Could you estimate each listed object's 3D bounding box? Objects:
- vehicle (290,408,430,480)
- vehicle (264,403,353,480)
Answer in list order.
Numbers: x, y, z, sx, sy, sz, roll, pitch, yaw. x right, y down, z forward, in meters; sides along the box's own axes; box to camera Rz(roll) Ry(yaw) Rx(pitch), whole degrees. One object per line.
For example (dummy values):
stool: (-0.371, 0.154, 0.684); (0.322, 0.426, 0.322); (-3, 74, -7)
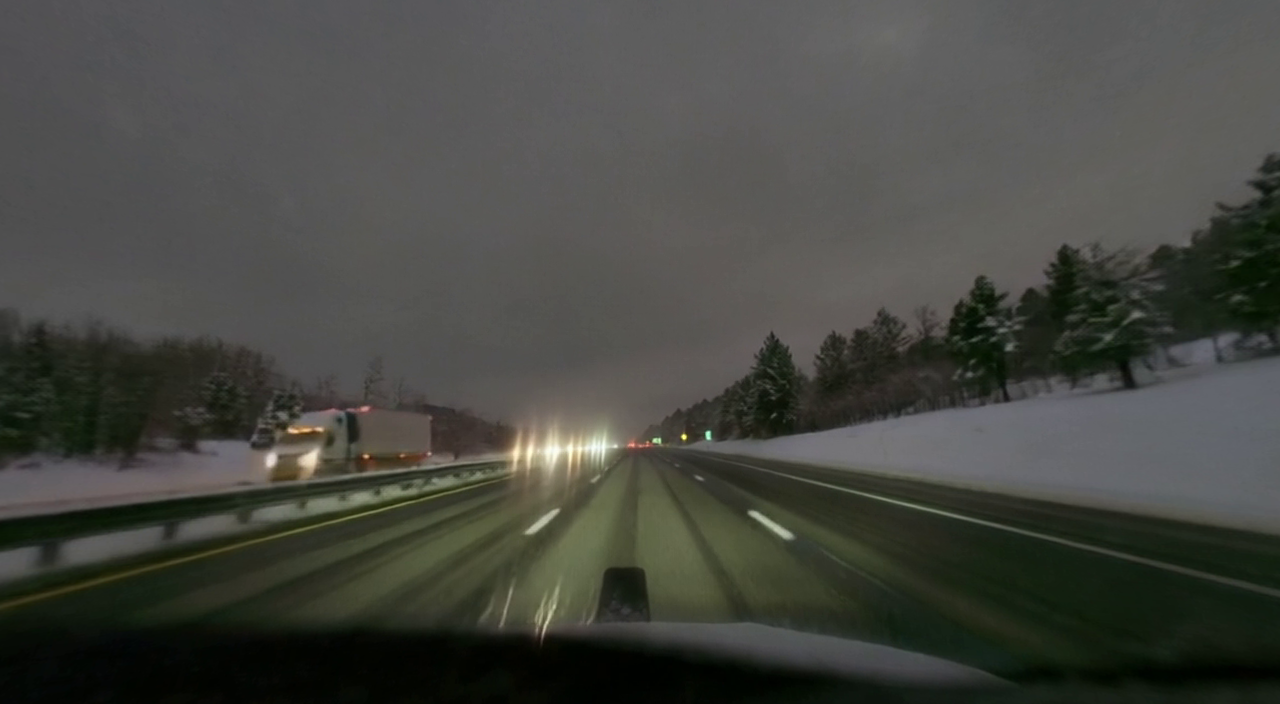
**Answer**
vehicle: (-18.442, 6.297, 43.165); (3.341, 4.076, 13.934); (0, -8, -1)
vehicle: (-18.305, 4.970, 34.979); (2.991, 4.014, 3.166); (0, -8, 0)
